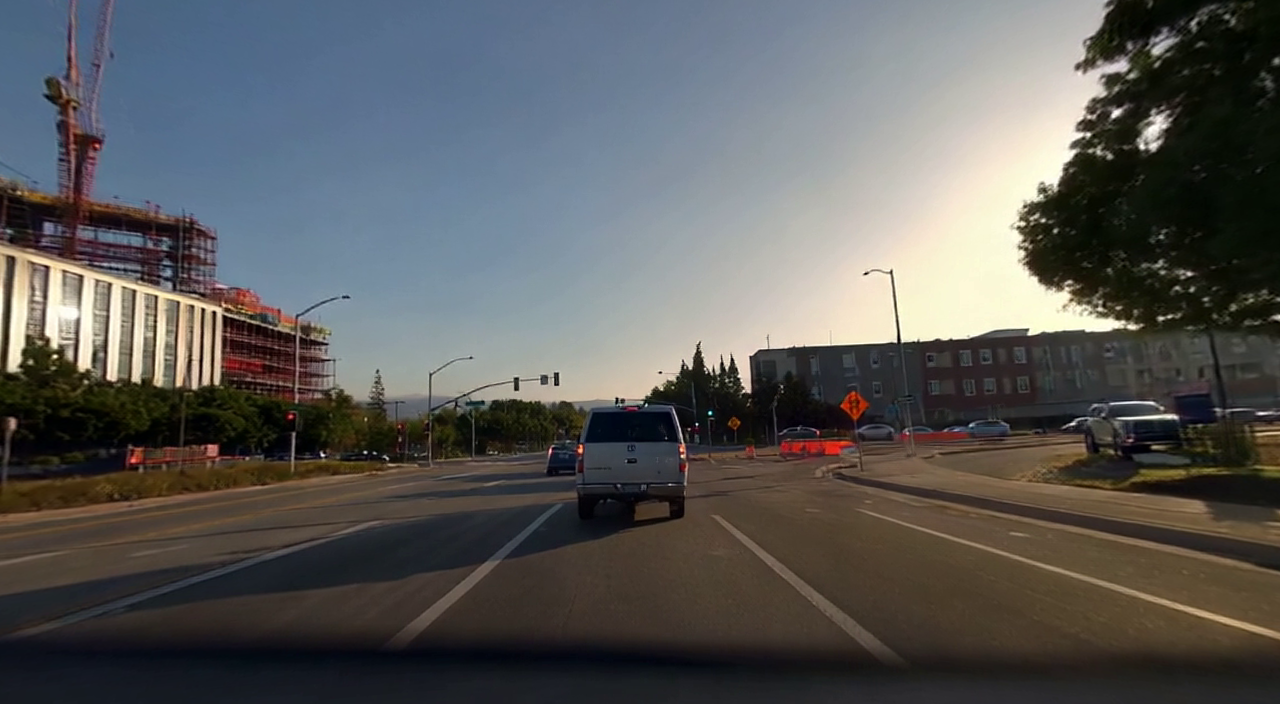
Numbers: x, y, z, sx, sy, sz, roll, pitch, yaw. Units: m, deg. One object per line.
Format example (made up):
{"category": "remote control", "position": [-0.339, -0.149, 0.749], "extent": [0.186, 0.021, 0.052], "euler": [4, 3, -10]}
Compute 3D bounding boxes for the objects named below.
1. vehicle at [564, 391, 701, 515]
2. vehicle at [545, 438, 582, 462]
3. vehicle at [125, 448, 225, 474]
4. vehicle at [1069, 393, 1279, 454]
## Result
{"category": "vehicle", "position": [-0.277, 2.158, 13.798], "extent": [2.350, 2.122, 5.801], "euler": [0, -8, -3]}
{"category": "vehicle", "position": [-5.920, 7.612, 49.105], "extent": [2.068, 1.750, 4.361], "euler": [-1, -8, 3]}
{"category": "vehicle", "position": [-36.048, 8.425, 48.948], "extent": [5.755, 1.945, 2.403], "euler": [0, -8, -1]}
{"category": "vehicle", "position": [14.806, 2.015, 17.194], "extent": [4.986, 1.467, 2.025], "euler": [-6, -10, 34]}
